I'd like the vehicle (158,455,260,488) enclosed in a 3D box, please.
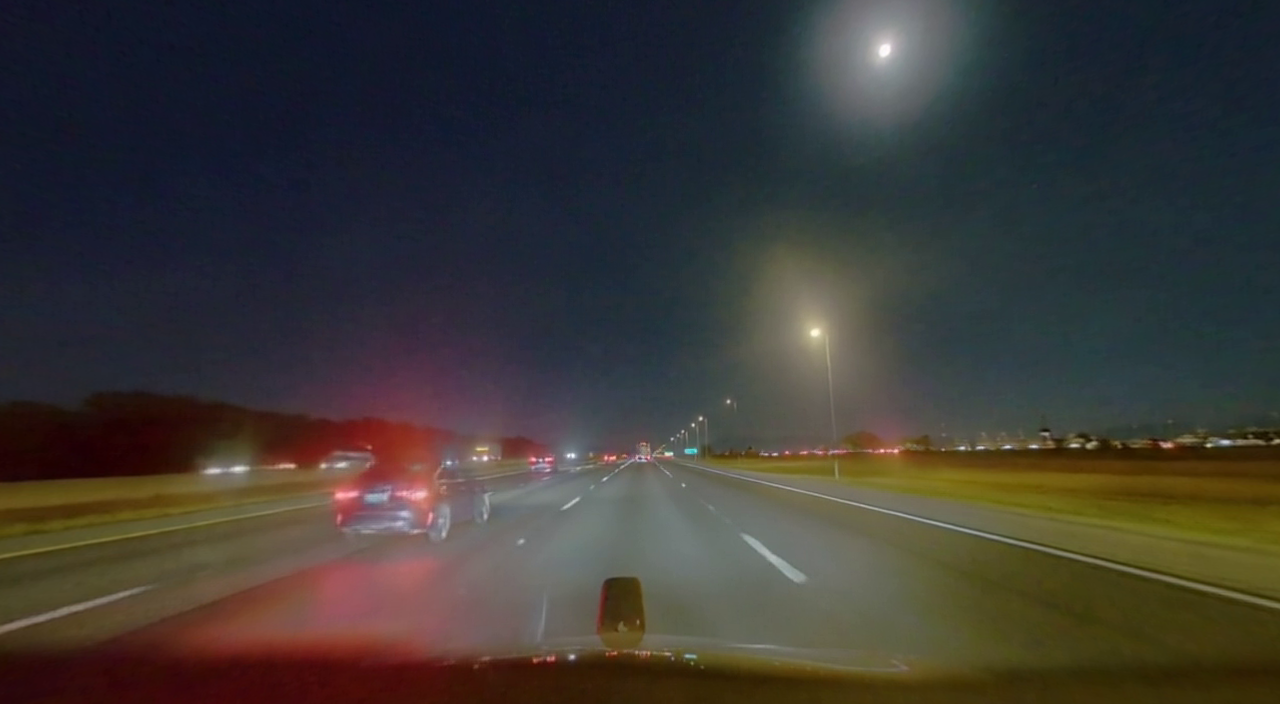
[{"bbox_3d":[-21.713,6.019,32.052,1.897,1.499,4.565,0,-9,1],"label":"vehicle"}]

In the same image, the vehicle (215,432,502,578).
[{"bbox_3d":[-3.636,2.065,9.304,2.139,1.607,4.378,0,-9,1],"label":"vehicle"}]

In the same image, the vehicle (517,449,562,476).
[{"bbox_3d":[-6.718,7.442,42.815,2.234,1.698,4.634,0,-9,1],"label":"vehicle"}]
